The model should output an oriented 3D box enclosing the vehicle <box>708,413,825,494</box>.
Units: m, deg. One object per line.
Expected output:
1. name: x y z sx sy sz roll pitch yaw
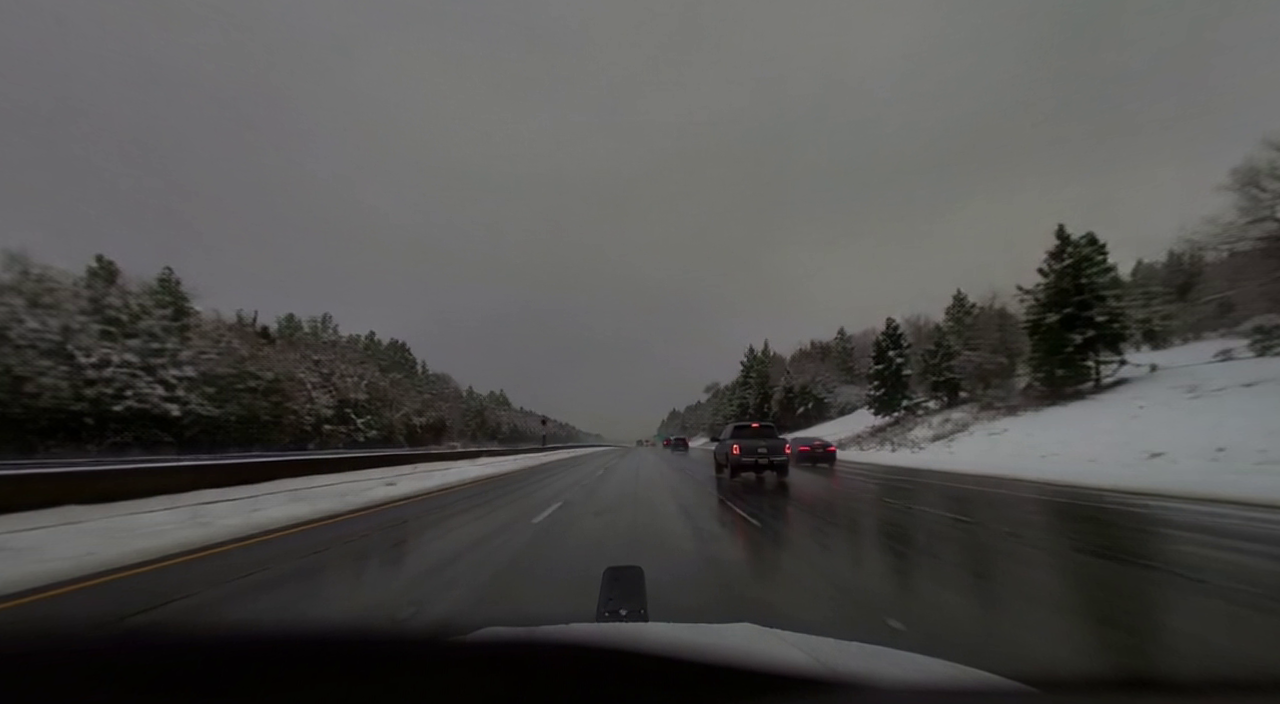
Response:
1. vehicle: 3.417 2.903 18.359 2.218 1.964 5.662 0 -8 0
